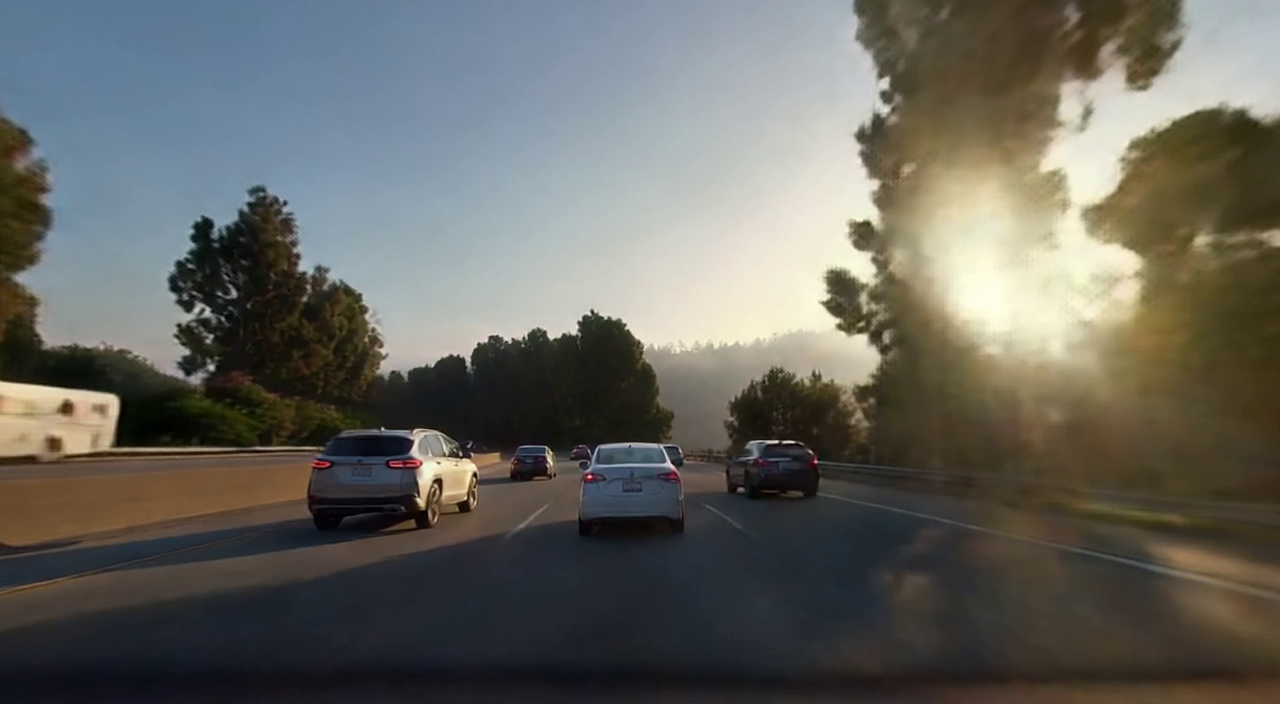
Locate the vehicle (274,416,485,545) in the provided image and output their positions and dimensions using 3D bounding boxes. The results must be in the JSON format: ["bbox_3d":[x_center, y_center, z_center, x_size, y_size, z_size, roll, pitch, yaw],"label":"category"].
[{"bbox_3d":[-3.991,2.038,10.542,1.830,1.703,4.142,0,-9,-2],"label":"vehicle"}]

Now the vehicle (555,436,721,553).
[{"bbox_3d":[-0.098,2.164,10.251,2.120,1.478,4.179,0,-9,-2],"label":"vehicle"}]

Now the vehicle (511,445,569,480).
[{"bbox_3d":[-4.581,5.115,29.439,2.122,1.491,3.800,0,-9,-1],"label":"vehicle"}]

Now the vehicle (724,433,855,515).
[{"bbox_3d":[3.395,2.869,15.254,1.996,1.688,4.207,0,-9,-2],"label":"vehicle"}]

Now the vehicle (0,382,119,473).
[{"bbox_3d":[-20.428,2.423,19.908,2.417,2.689,6.486,0,-9,-1],"label":"vehicle"}]
